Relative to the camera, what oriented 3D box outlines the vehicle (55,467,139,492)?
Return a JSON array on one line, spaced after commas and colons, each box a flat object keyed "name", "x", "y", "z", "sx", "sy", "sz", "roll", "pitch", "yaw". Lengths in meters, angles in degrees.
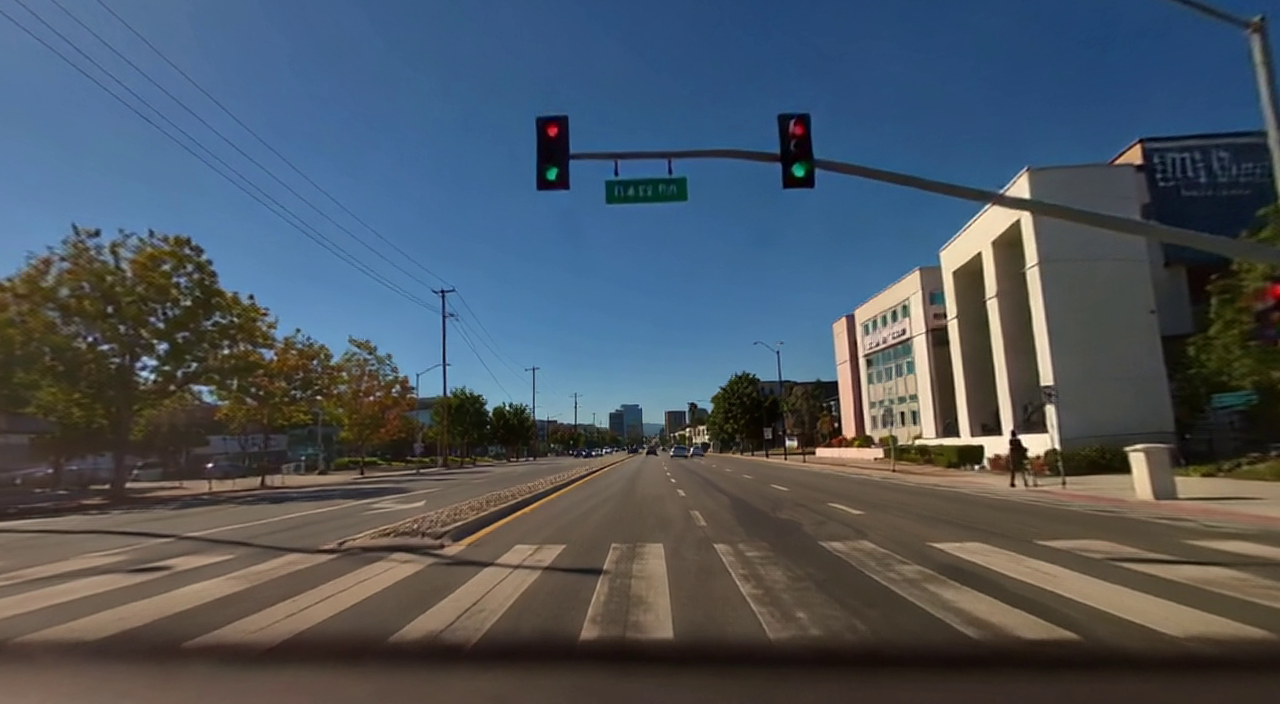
[{"name": "vehicle", "x": -37.184, "y": 8.720, "z": 43.297, "sx": 1.736, "sy": 1.399, "sz": 4.271, "roll": -1, "pitch": -8, "yaw": 5}]
